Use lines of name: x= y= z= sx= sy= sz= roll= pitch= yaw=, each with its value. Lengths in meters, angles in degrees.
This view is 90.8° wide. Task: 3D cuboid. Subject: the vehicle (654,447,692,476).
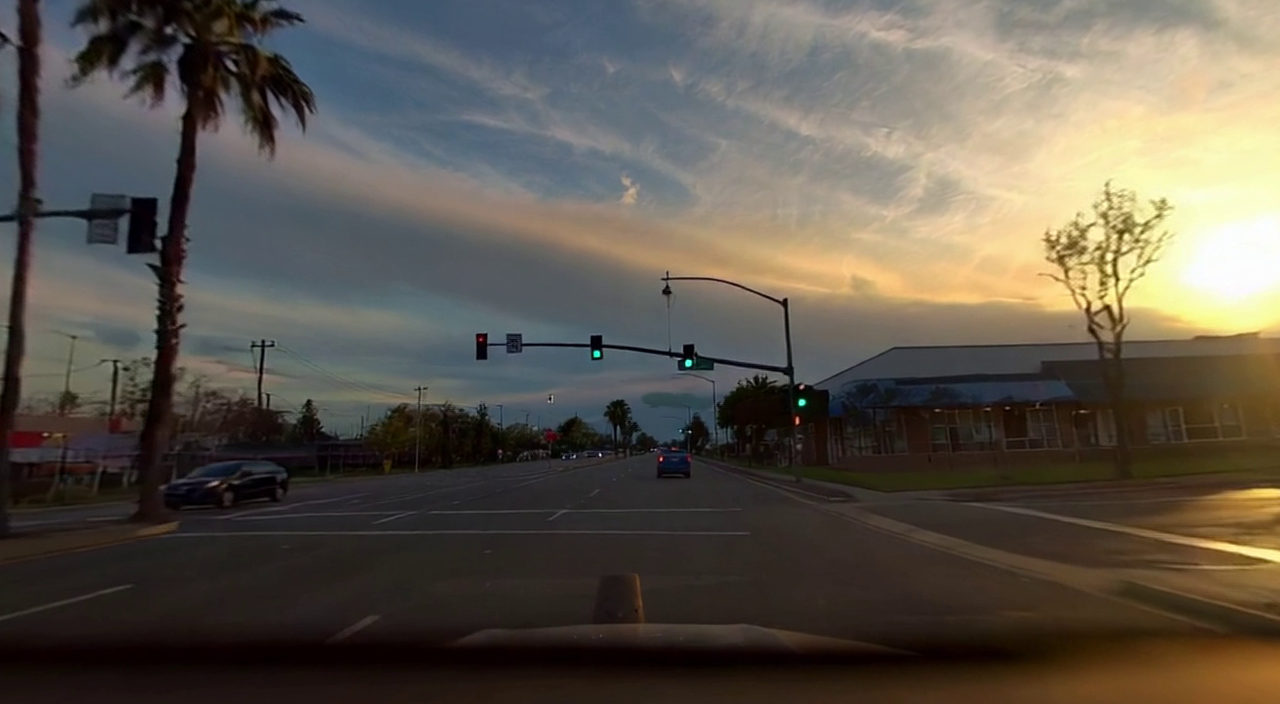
vehicle: x=1.918 y=6.534 z=37.987 sx=1.969 sy=1.555 sz=4.431 roll=0 pitch=-8 yaw=0

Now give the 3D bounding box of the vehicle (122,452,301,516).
vehicle: x=-11.492 y=3.527 z=17.369 sx=2.033 sy=1.494 sz=4.048 roll=0 pitch=-8 yaw=1
